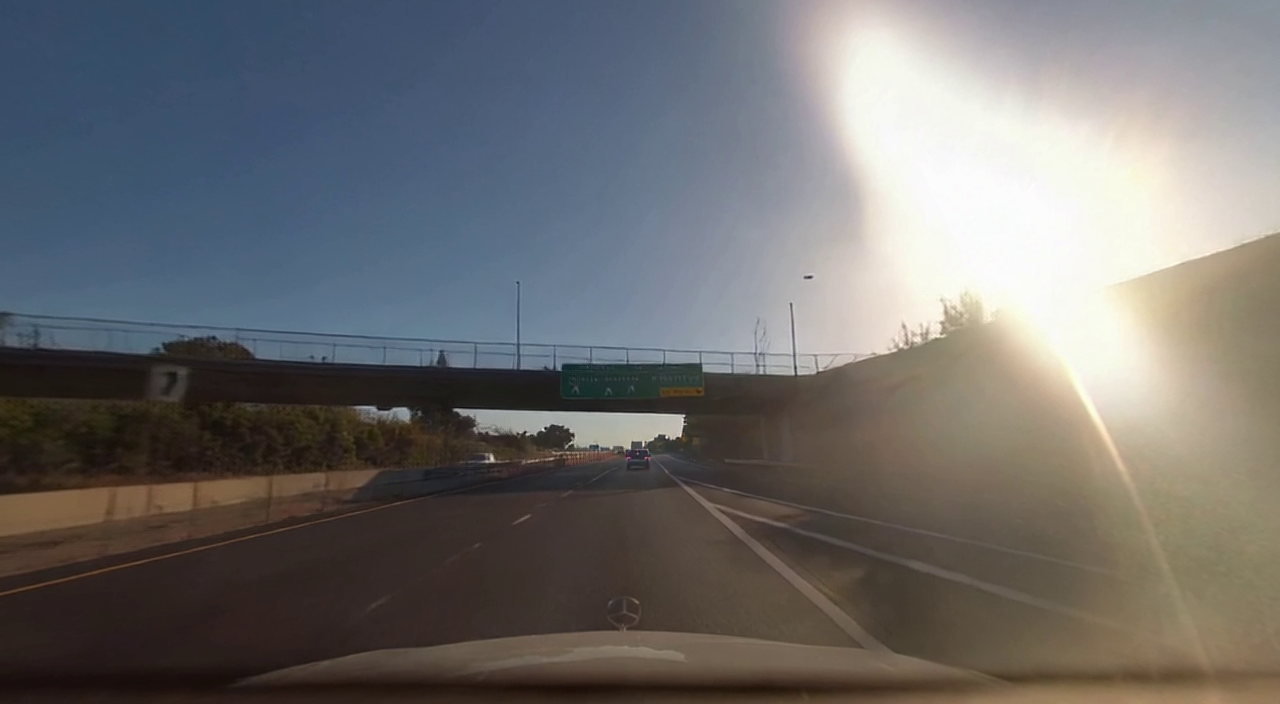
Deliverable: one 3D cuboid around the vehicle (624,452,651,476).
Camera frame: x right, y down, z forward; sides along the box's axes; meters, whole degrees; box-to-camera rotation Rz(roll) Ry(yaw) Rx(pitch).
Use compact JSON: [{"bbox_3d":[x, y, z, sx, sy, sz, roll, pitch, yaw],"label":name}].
[{"bbox_3d":[-0.125,7.136,40.403,1.695,1.437,3.506,0,-9,1],"label":"vehicle"}]
